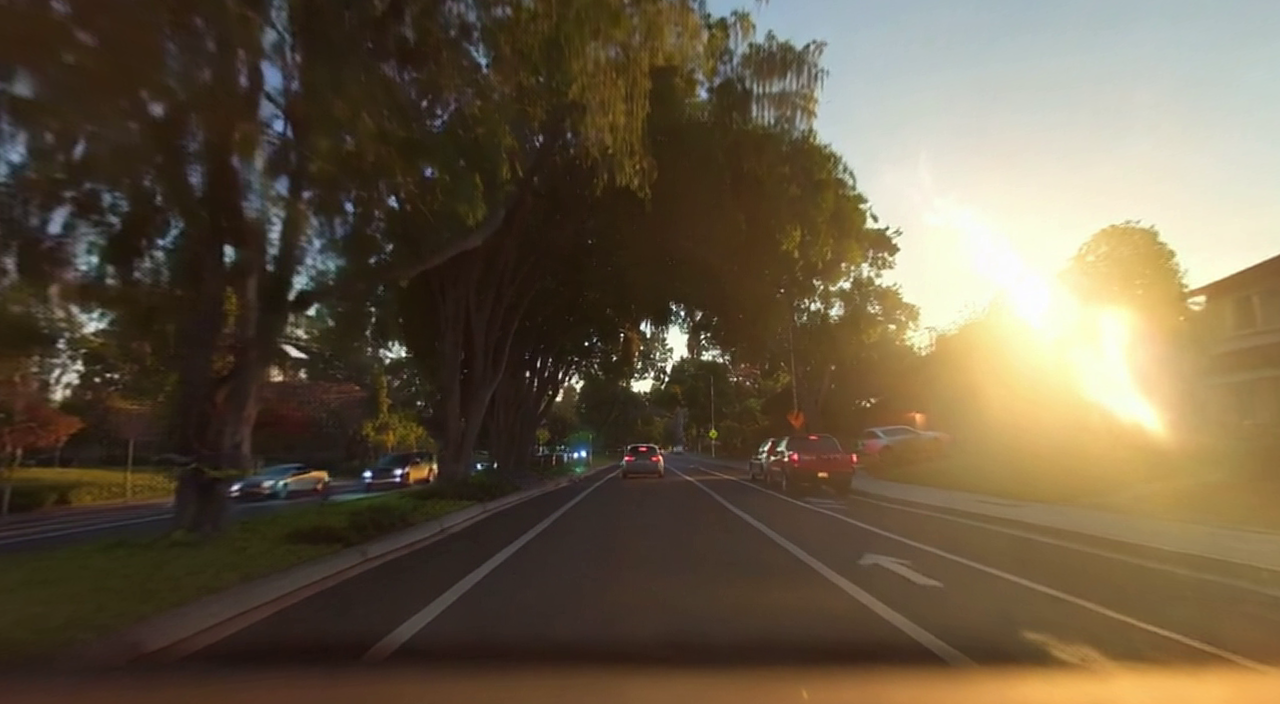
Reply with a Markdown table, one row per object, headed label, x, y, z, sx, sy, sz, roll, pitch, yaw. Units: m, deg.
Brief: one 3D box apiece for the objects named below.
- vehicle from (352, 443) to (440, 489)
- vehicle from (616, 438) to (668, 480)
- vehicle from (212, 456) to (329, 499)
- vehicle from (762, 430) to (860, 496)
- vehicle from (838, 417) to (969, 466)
| label | x | y | z | sx | sy | sz | roll | pitch | yaw |
| --- | --- | --- | --- | --- | --- | --- | --- | --- | --- |
| vehicle | -10.288 | 4.801 | 27.041 | 2.028 | 1.759 | 4.360 | 0 | -8 | 0 |
| vehicle | 0.112 | 4.578 | 27.374 | 2.106 | 1.655 | 3.717 | 0 | -8 | 1 |
| vehicle | -14.365 | 4.871 | 24.926 | 1.840 | 1.450 | 4.521 | 0 | -8 | 1 |
| vehicle | 5.122 | 3.367 | 19.656 | 2.045 | 1.776 | 4.851 | 0 | -8 | 5 |
| vehicle | 11.921 | 4.119 | 28.862 | 4.919 | 1.886 | 2.086 | -3 | -10 | 2 |
